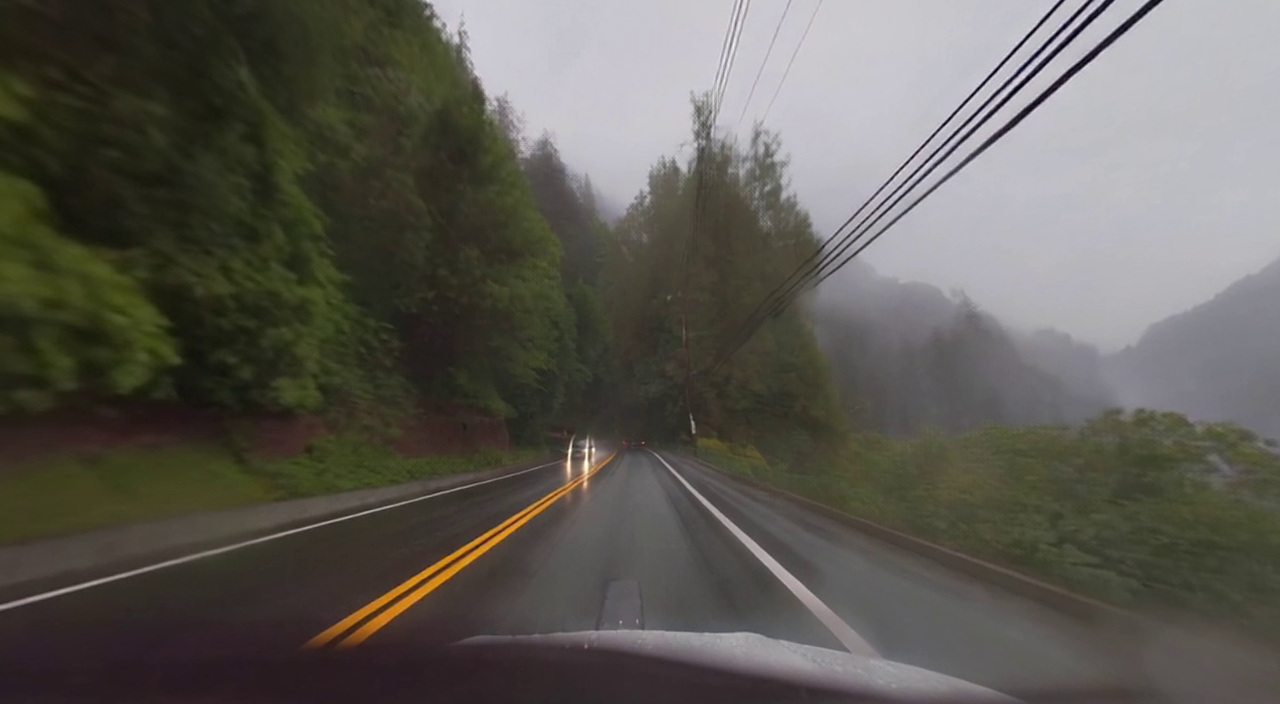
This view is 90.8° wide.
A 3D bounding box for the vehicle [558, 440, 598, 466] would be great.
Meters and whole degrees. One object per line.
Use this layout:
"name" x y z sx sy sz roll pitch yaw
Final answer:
"vehicle" -4.498 7.459 46.912 2.172 1.744 6.543 -2 -8 1
